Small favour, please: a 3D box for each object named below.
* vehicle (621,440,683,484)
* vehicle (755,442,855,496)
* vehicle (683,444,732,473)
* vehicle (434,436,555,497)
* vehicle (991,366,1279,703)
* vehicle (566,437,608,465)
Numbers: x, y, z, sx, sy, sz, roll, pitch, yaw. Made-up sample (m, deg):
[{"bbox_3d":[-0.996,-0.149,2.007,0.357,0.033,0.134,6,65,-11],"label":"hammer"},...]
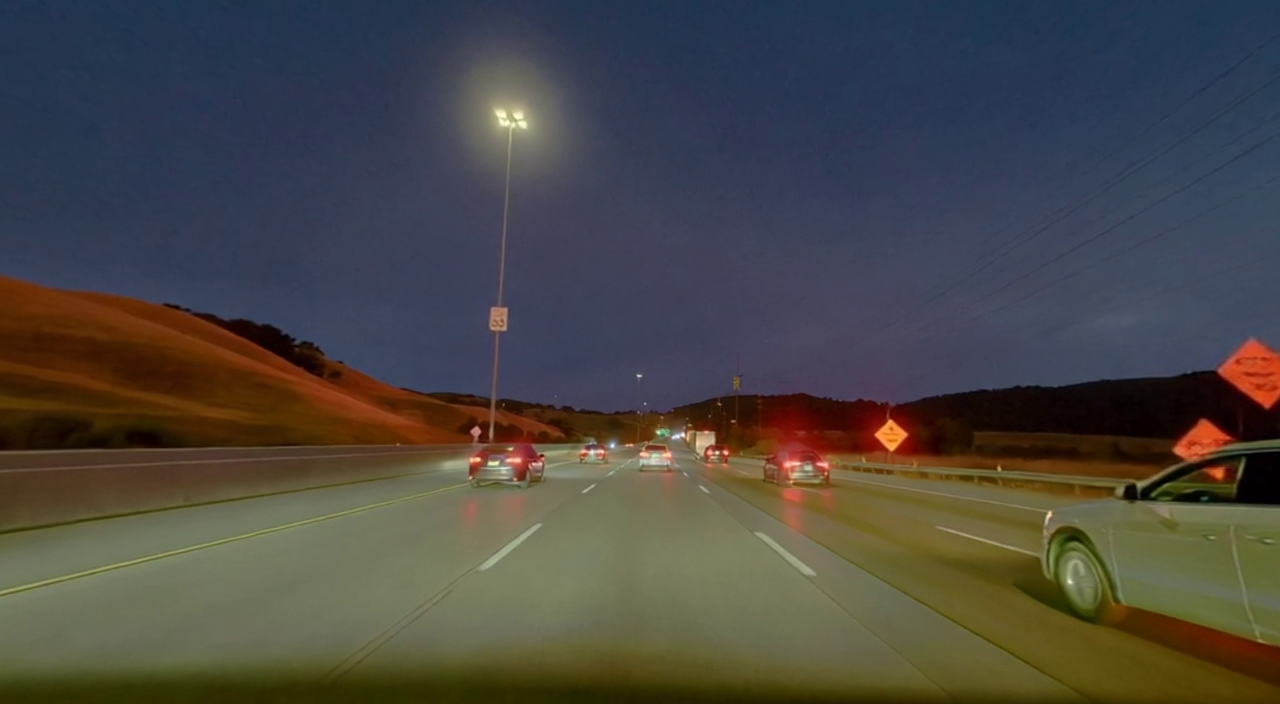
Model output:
[{"bbox_3d":[0.425,4.075,23.717,2.138,1.473,4.392,0,-8,0],"label":"vehicle"},{"bbox_3d":[4.976,3.560,19.643,1.867,1.465,4.093,0,-8,-2],"label":"vehicle"},{"bbox_3d":[3.539,5.666,33.886,2.177,1.453,4.205,0,-8,0],"label":"vehicle"},{"bbox_3d":[-3.771,3.064,17.255,2.232,1.438,4.163,0,-8,2],"label":"vehicle"},{"bbox_3d":[3.862,0.887,2.720,2.018,1.670,4.658,0,-8,0],"label":"vehicle"},{"bbox_3d":[-3.302,6.279,40.198,2.234,1.675,4.527,0,-8,1],"label":"vehicle"}]
